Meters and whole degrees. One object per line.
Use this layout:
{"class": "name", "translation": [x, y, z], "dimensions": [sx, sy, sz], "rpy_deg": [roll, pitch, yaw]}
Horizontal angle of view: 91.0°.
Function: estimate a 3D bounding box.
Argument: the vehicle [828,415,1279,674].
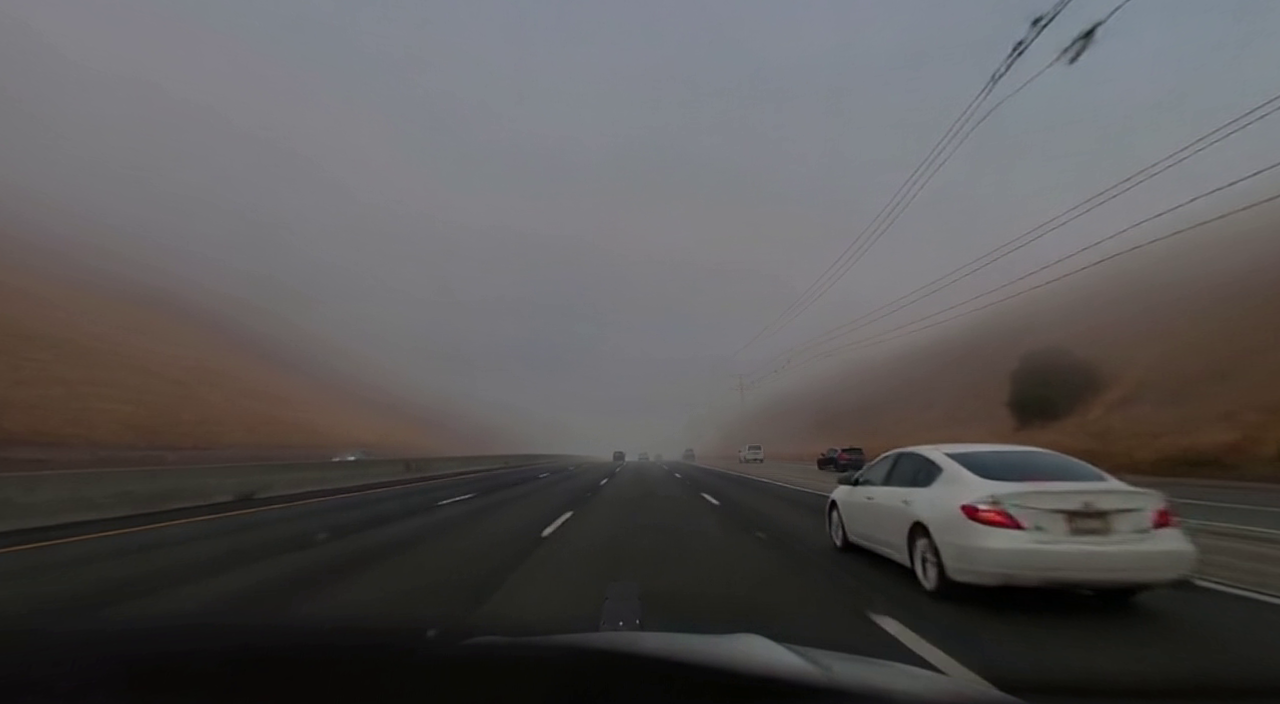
{"class": "vehicle", "translation": [3.531, 1.495, 6.045], "dimensions": [2.086, 1.542, 4.355], "rpy_deg": [0, -9, 0]}
